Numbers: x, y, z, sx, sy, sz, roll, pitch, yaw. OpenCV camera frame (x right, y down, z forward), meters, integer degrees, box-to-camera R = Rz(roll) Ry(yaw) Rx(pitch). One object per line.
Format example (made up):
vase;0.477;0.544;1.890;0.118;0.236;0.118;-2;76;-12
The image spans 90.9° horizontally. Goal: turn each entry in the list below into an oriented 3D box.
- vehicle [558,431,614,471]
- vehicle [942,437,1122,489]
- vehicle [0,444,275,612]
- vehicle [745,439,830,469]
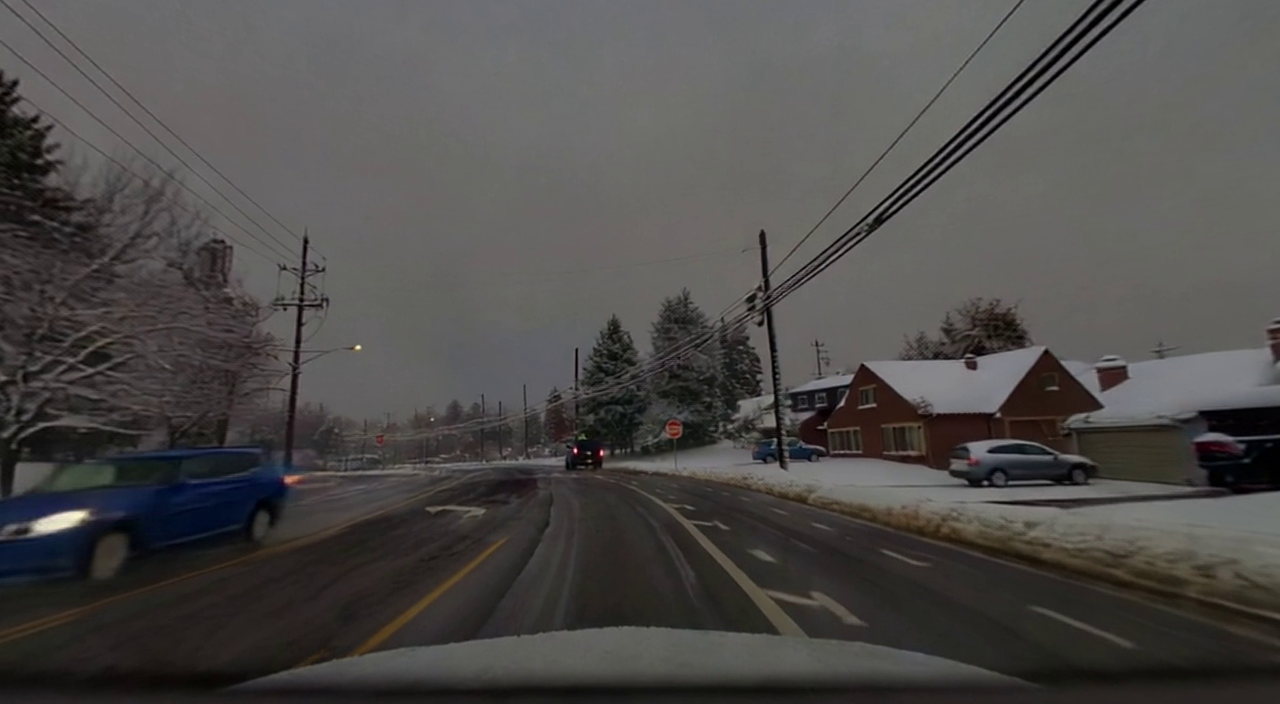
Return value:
vehicle;-2.888;5.059;32.708;2.284;1.741;4.702;4;-7;-11
vehicle;12.035;3.394;19.547;4.383;1.508;1.884;1;-8;-5
vehicle;-6.805;1.887;7.703;2.003;1.483;4.545;0;-8;-1
vehicle;8.939;6.158;38.273;4.582;1.707;1.934;2;-8;-12
